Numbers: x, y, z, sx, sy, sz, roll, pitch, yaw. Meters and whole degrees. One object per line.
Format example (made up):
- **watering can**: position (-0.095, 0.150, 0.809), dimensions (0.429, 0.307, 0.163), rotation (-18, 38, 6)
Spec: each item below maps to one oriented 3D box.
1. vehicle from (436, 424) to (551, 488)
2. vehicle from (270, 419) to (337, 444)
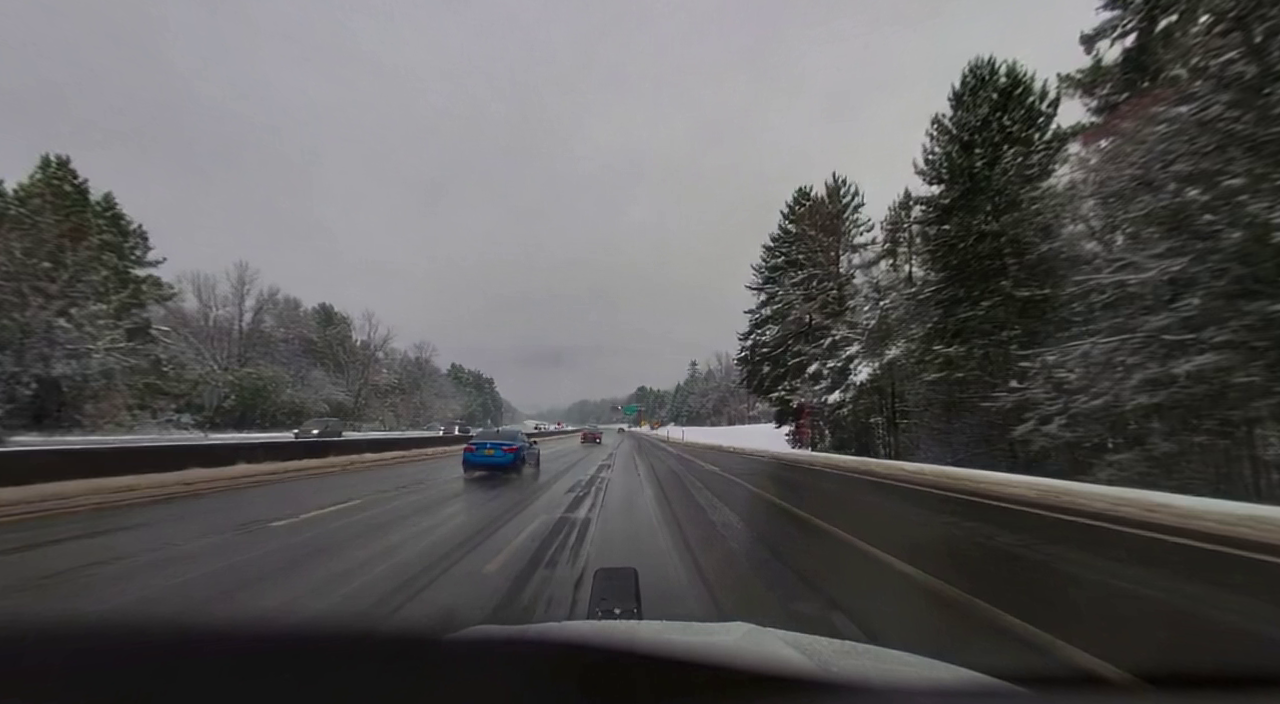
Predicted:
- **vehicle**: position (-3.640, 2.665, 16.546), dimensions (1.977, 1.443, 4.225), rotation (0, -8, 0)
- **vehicle**: position (-21.624, 5.158, 40.736), dimensions (2.034, 1.506, 4.253), rotation (0, -8, -1)
